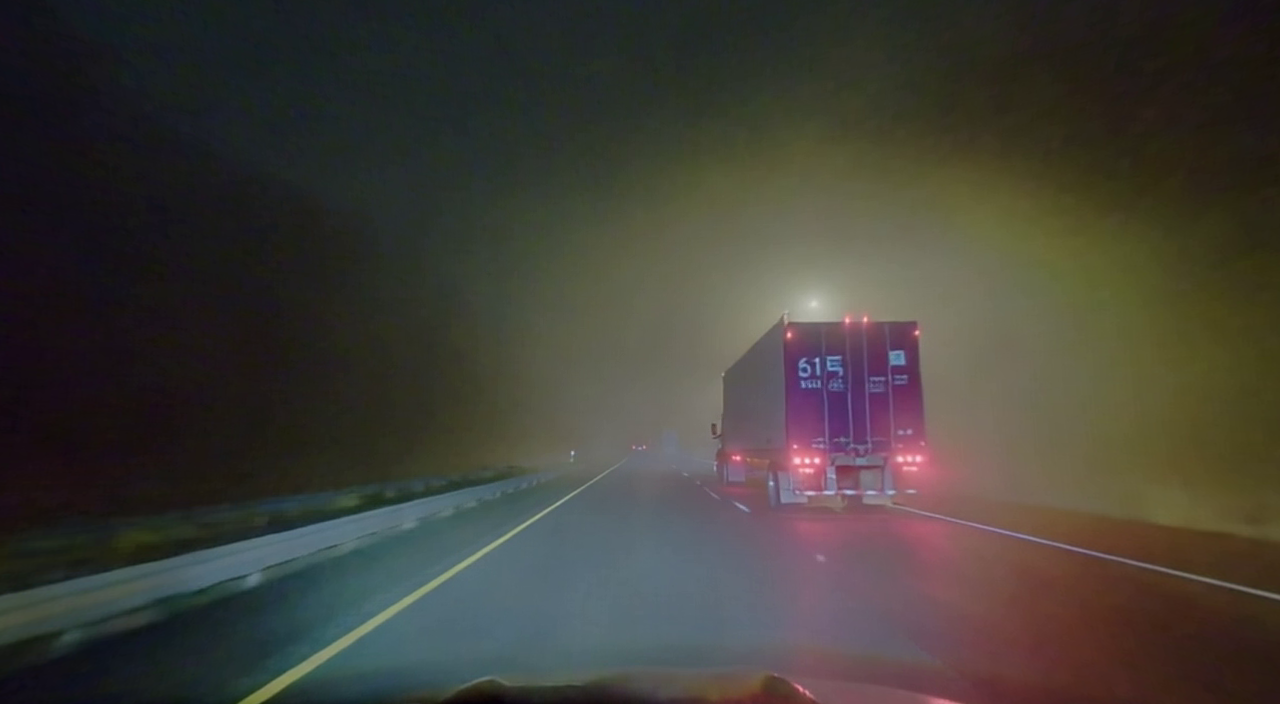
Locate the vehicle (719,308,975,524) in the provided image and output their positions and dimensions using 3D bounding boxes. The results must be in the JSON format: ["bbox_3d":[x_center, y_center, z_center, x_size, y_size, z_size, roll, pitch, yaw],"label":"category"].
[{"bbox_3d":[4.173,1.850,15.999,3.107,3.718,10.231,0,-9,1],"label":"vehicle"}]
